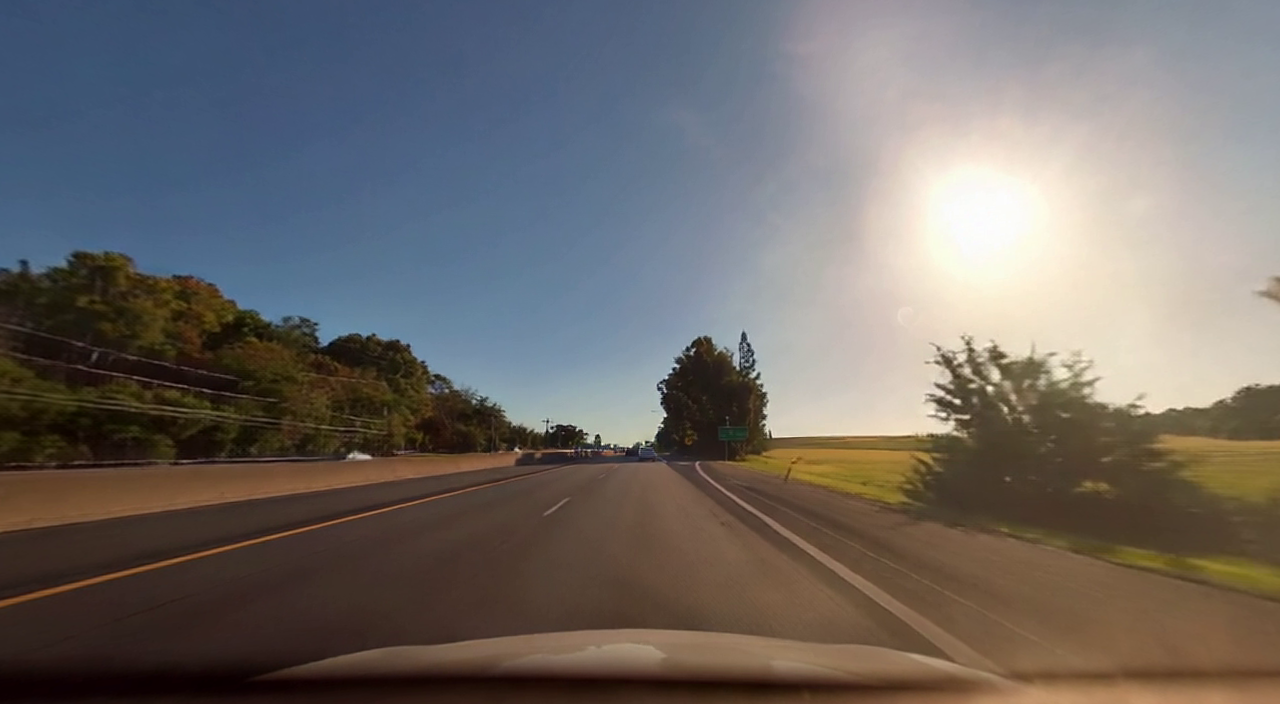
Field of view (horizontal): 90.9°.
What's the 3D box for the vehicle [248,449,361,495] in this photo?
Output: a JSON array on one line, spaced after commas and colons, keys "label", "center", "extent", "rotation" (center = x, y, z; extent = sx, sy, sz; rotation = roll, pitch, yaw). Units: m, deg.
[{"label": "vehicle", "center": [-12.998, 4.637, 24.778], "extent": [1.952, 1.577, 4.418], "rotation": [0, -9, 0]}]
